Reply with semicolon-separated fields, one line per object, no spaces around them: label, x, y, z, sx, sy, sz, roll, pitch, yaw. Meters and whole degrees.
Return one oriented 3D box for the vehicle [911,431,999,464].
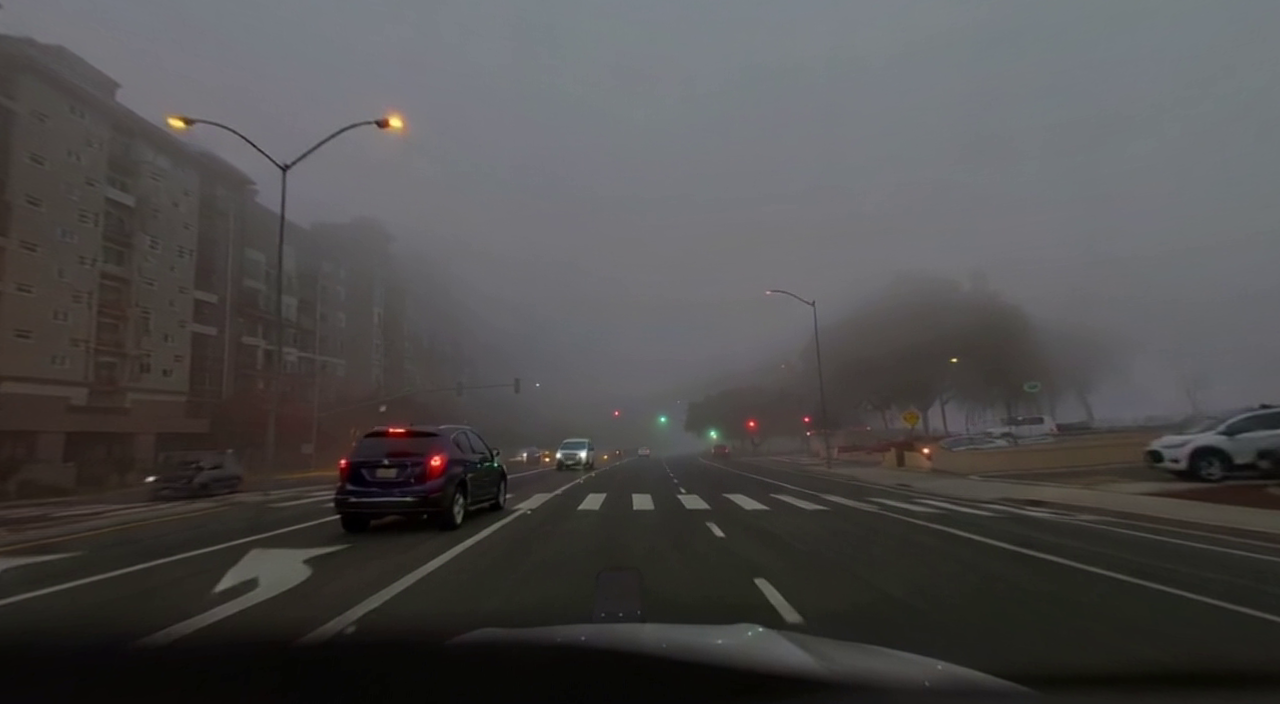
vehicle;14.753;4.503;29.929;1.865;1.425;4.439;0;-8;0

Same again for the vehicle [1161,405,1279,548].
vehicle;10.002;1.570;8.164;4.399;1.722;2.202;-3;-9;18

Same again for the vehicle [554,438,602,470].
vehicle;-3.482;5.822;36.152;2.180;1.699;4.485;0;-8;1

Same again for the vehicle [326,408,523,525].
vehicle;-3.970;2.230;12.786;2.220;1.888;4.904;0;-8;0

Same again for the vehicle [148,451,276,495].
vehicle;-15.979;4.509;23.895;1.835;1.448;4.208;0;-9;0

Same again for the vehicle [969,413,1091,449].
vehicle;23.134;4.739;37.672;5.656;1.985;2.187;-1;-9;3

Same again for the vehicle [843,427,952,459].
vehicle;15.601;5.558;38.514;5.618;1.857;2.296;0;-9;-2
